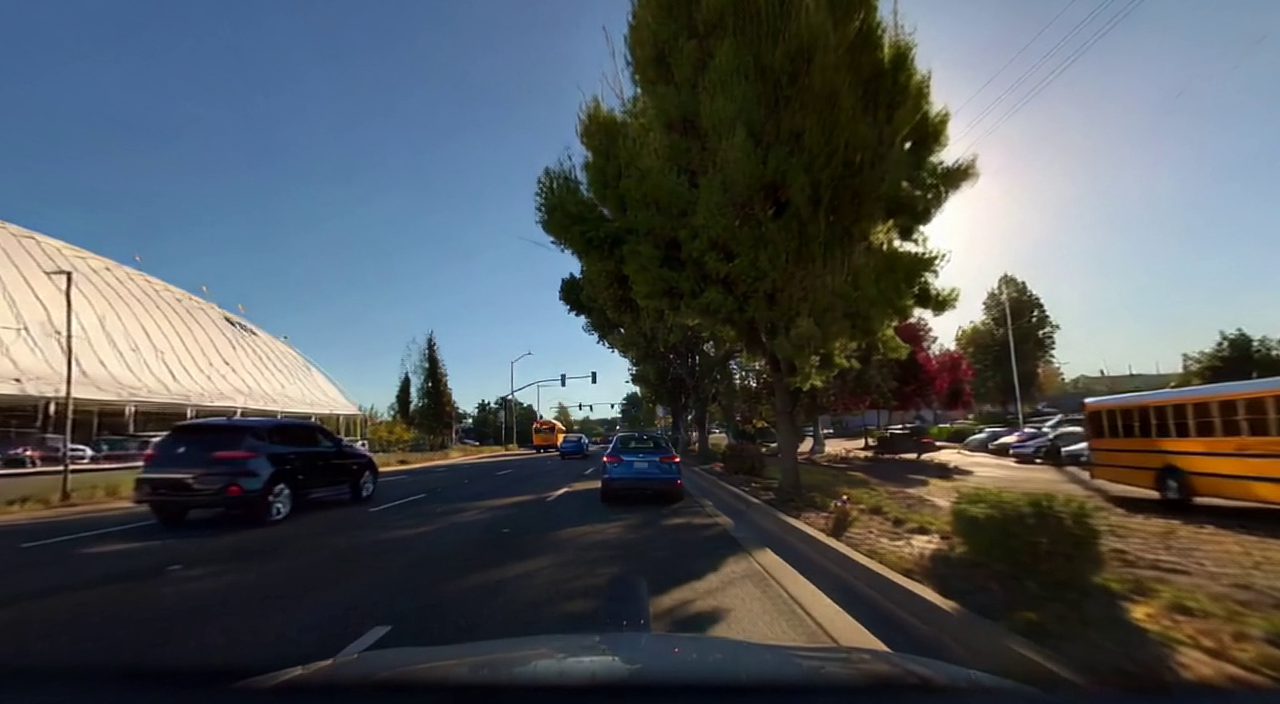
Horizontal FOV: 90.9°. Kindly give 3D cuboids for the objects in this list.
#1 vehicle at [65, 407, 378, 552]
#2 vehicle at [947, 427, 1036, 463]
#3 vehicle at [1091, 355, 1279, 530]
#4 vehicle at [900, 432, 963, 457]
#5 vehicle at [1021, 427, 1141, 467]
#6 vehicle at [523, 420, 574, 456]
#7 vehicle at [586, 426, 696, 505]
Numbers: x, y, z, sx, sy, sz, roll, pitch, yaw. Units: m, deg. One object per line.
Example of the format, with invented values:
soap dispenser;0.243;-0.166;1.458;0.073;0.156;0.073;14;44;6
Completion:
vehicle;-6.068;1.895;10.034;2.016;1.748;4.525;0;-9;-3
vehicle;18.095;4.838;32.769;1.841;1.680;4.842;0;-9;0
vehicle;11.399;1.522;10.617;2.754;2.711;6.196;0;-9;-2
vehicle;17.832;5.698;38.811;1.694;1.451;4.505;0;-8;0
vehicle;18.310;3.992;26.471;1.826;1.532;4.290;0;-9;-1
vehicle;-6.936;6.707;48.838;2.485;2.556;6.363;-1;-9;5
vehicle;-0.033;2.521;14.399;2.123;1.498;4.226;0;-9;-1
